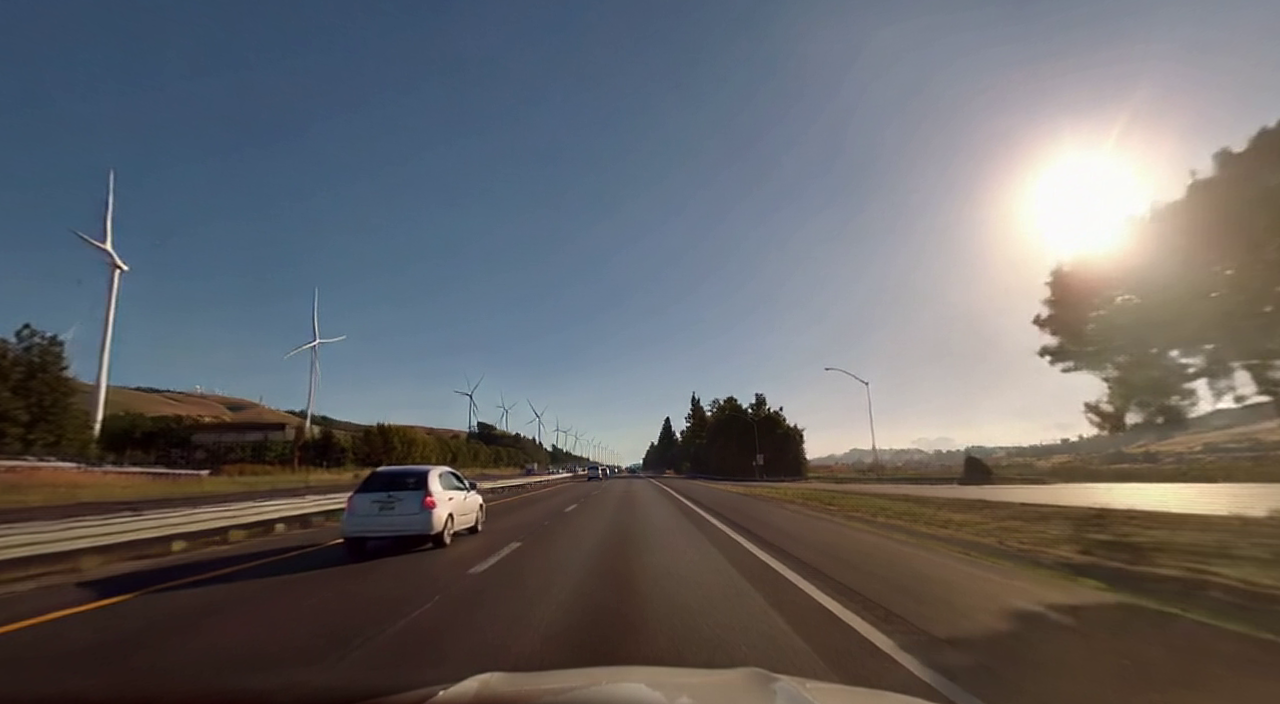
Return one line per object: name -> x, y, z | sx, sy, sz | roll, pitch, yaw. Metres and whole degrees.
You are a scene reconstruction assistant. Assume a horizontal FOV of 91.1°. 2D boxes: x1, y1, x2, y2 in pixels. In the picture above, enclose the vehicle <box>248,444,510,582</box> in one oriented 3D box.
vehicle -> -3.360, 2.187, 9.165 | 2.001, 1.486, 4.104 | 1, -10, 0
